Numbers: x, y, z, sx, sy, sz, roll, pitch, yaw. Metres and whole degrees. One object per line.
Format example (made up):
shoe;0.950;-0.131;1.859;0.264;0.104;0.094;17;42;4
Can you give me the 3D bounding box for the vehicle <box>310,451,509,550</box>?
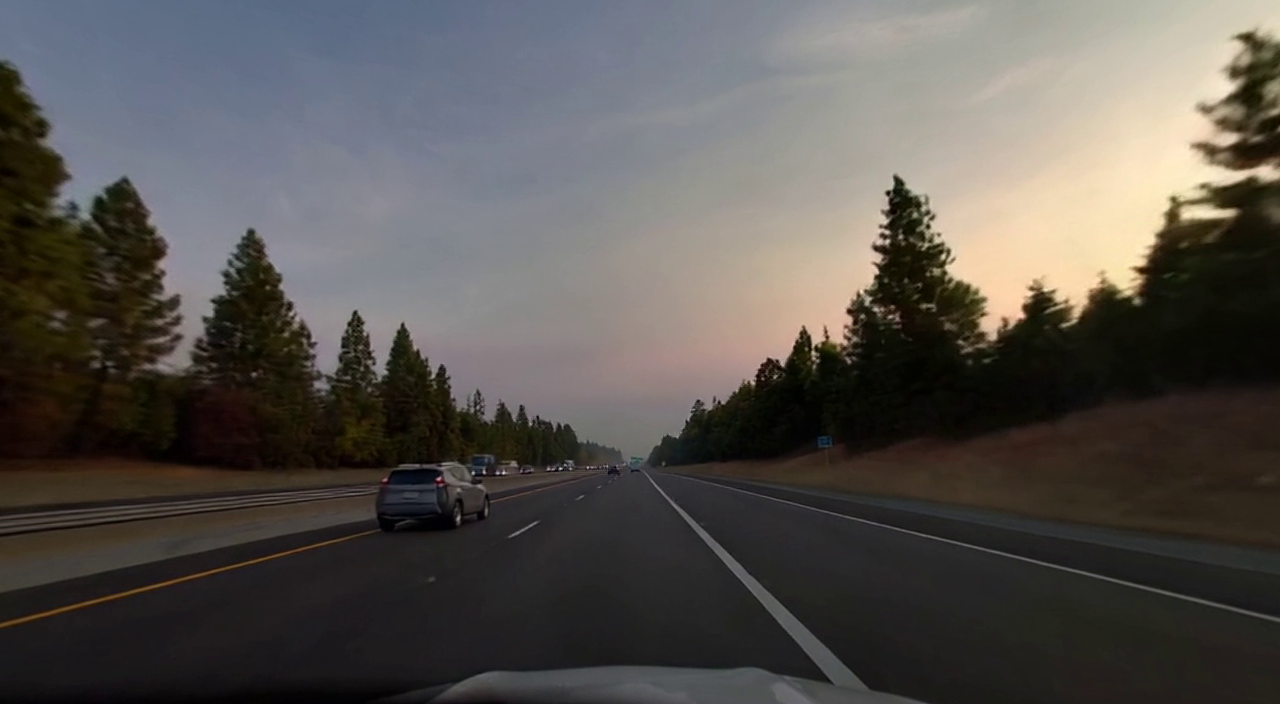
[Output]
vehicle;-4.041;2.708;12.033;2.043;1.486;4.442;0;-10;1
